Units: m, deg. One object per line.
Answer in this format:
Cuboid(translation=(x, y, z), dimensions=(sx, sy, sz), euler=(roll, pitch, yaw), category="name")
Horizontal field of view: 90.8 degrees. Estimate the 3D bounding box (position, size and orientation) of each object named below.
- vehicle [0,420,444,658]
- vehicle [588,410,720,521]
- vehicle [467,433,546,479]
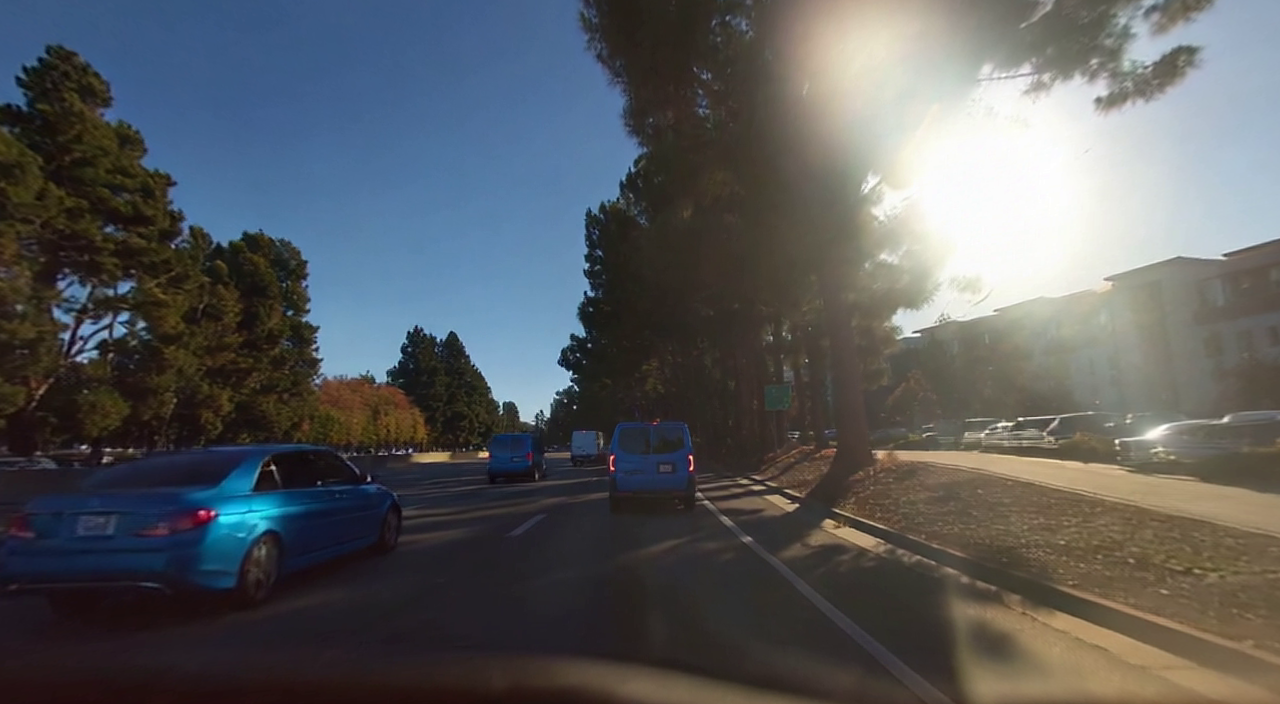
Cuboid(translation=(-3.901, 1.530, 6.445), dimensions=(1.991, 1.459, 4.813), euler=(-1, -9, 4), category="vehicle")
Cuboid(translation=(0.300, 2.198, 12.649), dimensions=(2.173, 1.830, 4.189), euler=(0, -9, 2), category="vehicle")
Cuboid(translation=(-5.313, 4.211, 25.838), dimensions=(2.116, 1.714, 4.757), euler=(0, -8, 1), category="vehicle")
